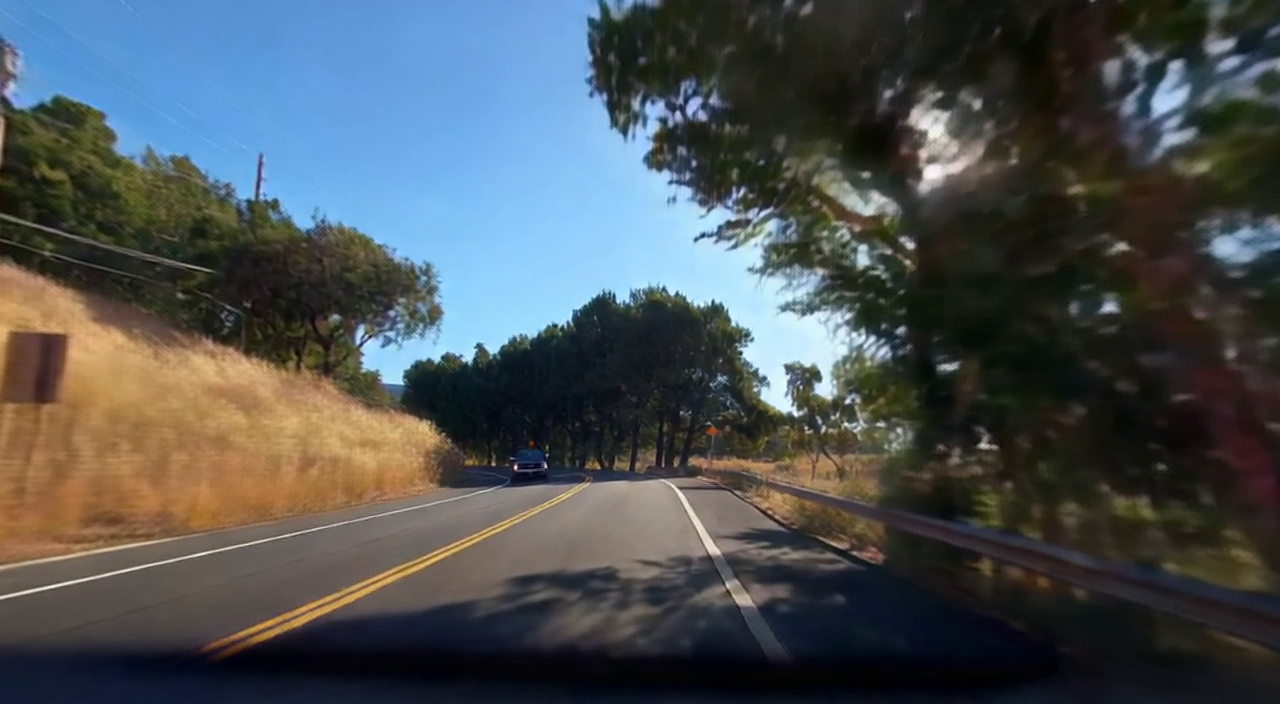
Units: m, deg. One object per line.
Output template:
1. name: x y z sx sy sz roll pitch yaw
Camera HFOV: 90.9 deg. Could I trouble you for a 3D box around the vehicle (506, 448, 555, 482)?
1. vehicle: -7.146 7.193 40.570 2.546 1.975 5.702 2 -9 -15
